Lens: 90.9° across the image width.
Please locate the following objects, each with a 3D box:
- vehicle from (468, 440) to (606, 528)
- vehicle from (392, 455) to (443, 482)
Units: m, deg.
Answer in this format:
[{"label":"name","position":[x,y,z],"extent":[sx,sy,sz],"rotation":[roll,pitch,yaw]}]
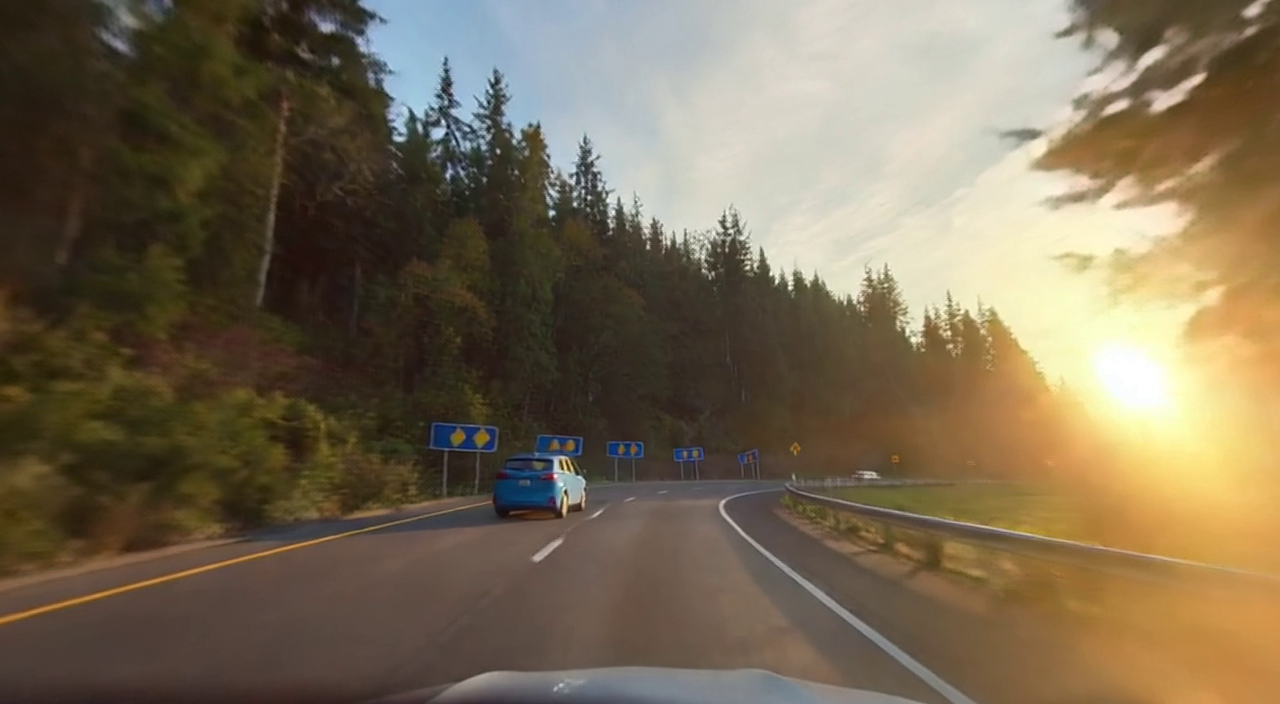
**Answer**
[{"label":"vehicle","position":[-2.139,2.969,14.564],"extent":[1.997,1.692,4.422],"rotation":[-1,-10,6]},{"label":"vehicle","position":[-13.086,6.899,37.333],"extent":[1.758,1.470,3.823],"rotation":[1,-10,-3]}]
